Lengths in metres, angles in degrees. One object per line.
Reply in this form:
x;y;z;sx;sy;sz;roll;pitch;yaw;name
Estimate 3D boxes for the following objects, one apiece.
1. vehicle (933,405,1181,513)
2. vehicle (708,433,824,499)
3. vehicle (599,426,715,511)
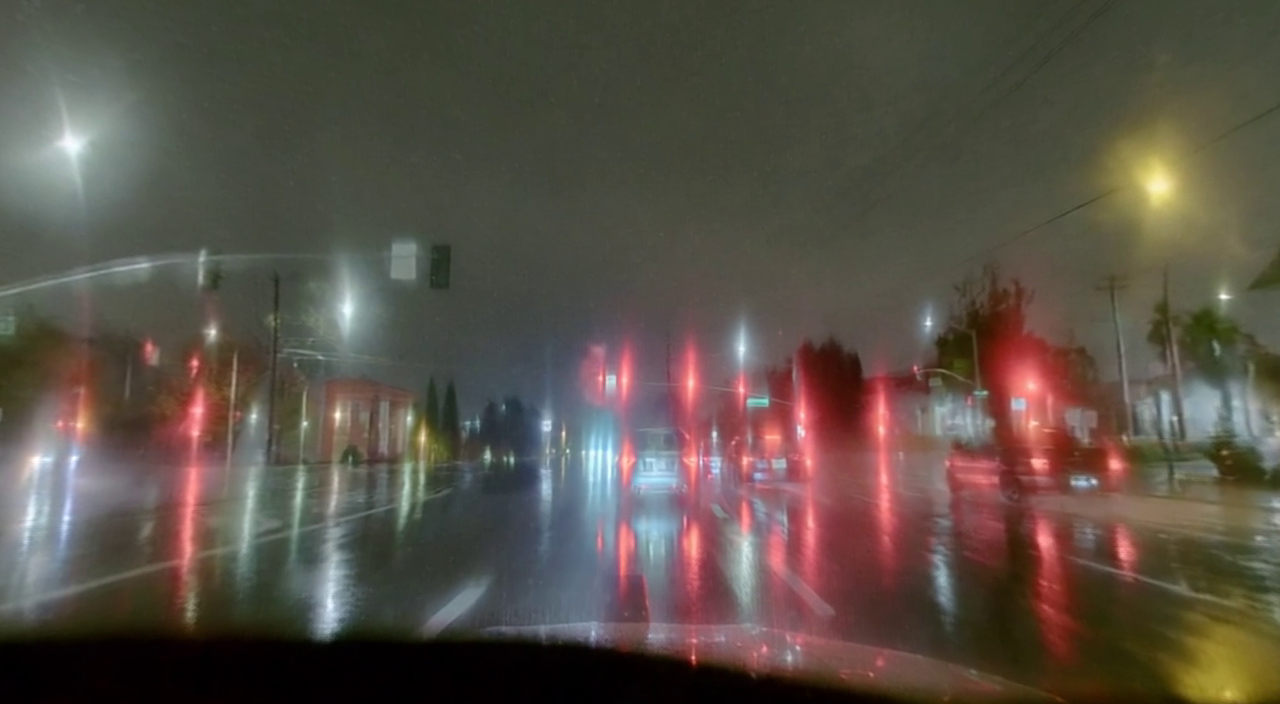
8.510;2.248;13.634;2.132;1.892;4.851;0;-8;2;vehicle
3.007;2.829;16.031;1.994;1.436;4.169;0;-8;-2;vehicle
0.286;2.446;13.759;2.099;1.516;4.681;0;-8;-1;vehicle
